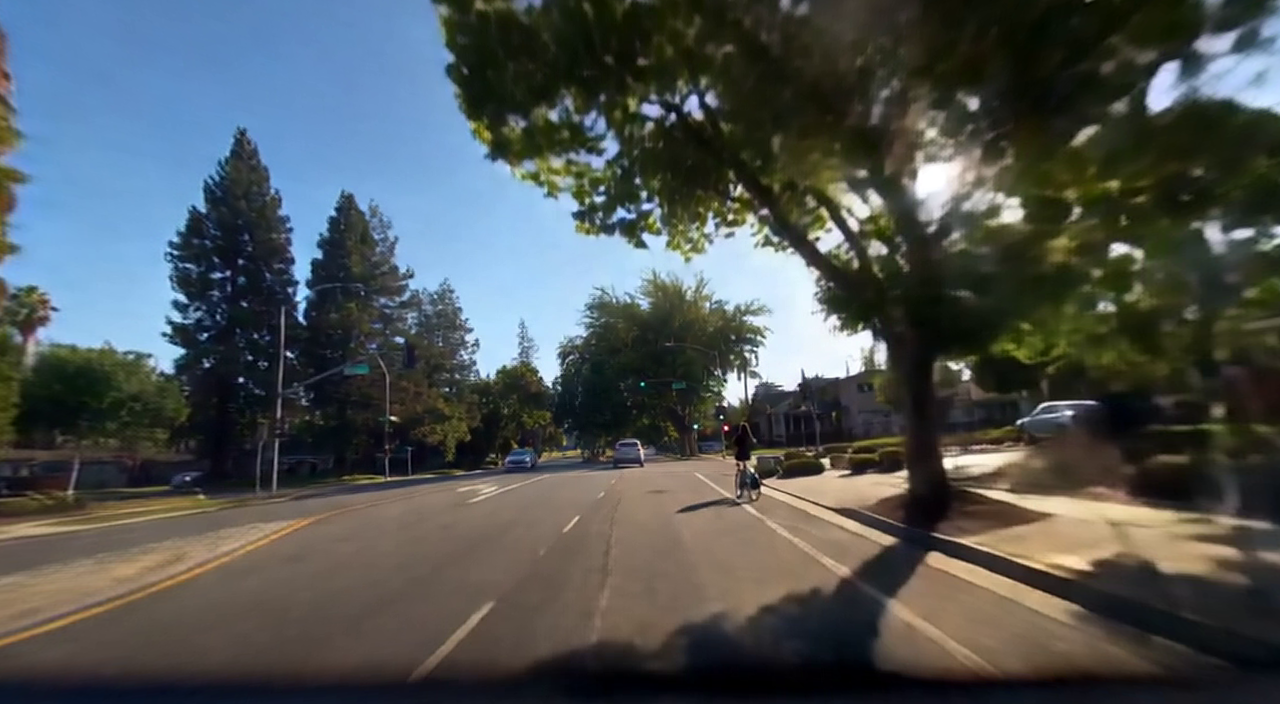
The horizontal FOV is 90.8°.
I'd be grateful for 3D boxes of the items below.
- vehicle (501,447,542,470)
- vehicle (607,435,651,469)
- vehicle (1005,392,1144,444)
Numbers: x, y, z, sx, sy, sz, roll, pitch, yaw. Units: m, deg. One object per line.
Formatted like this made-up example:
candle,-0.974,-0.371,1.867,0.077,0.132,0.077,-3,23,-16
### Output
vehicle,-8.596,7.723,46.089,2.036,1.593,4.367,-1,-8,2
vehicle,-0.576,5.739,36.392,2.215,1.799,4.426,-1,-8,3
vehicle,15.826,2.525,23.410,1.982,1.705,4.677,-1,-8,3
